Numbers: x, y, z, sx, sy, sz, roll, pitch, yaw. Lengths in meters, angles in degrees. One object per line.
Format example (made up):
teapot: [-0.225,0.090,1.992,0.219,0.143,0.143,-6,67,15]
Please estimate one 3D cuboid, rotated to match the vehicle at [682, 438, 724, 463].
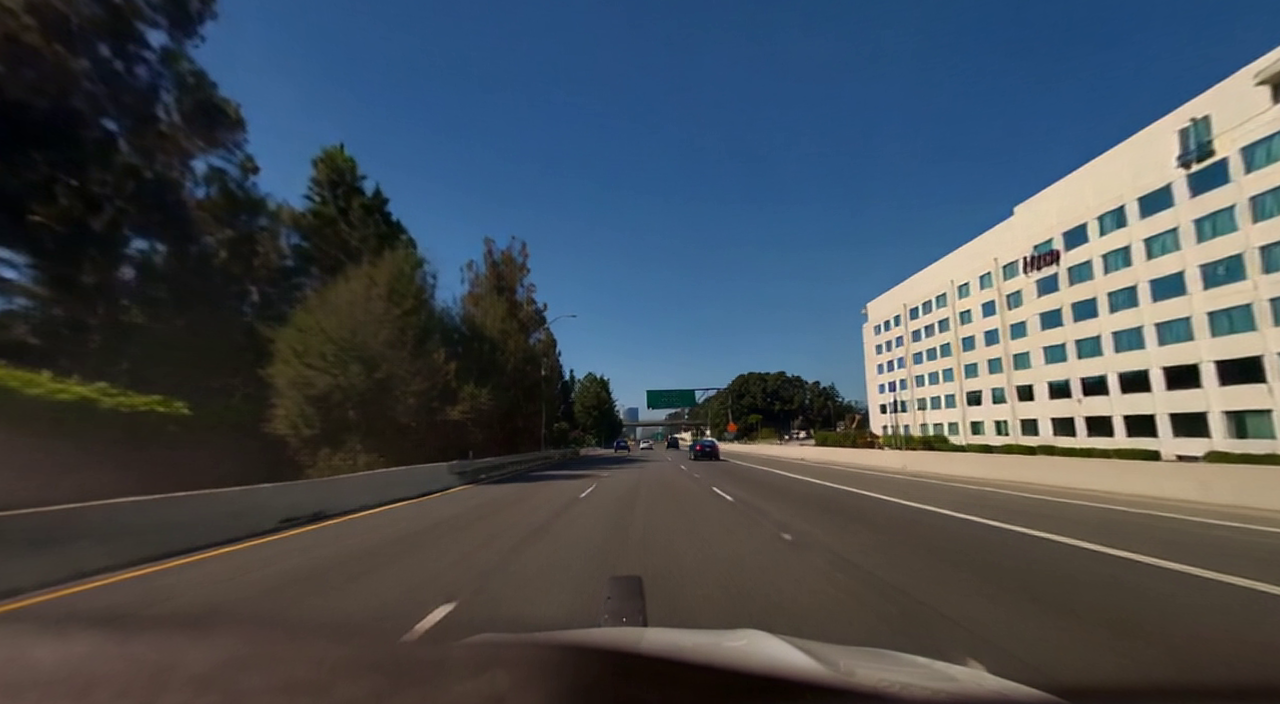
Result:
vehicle: [3.838,6.115,39.173,2.069,1.431,4.313,0,-8,-1]
